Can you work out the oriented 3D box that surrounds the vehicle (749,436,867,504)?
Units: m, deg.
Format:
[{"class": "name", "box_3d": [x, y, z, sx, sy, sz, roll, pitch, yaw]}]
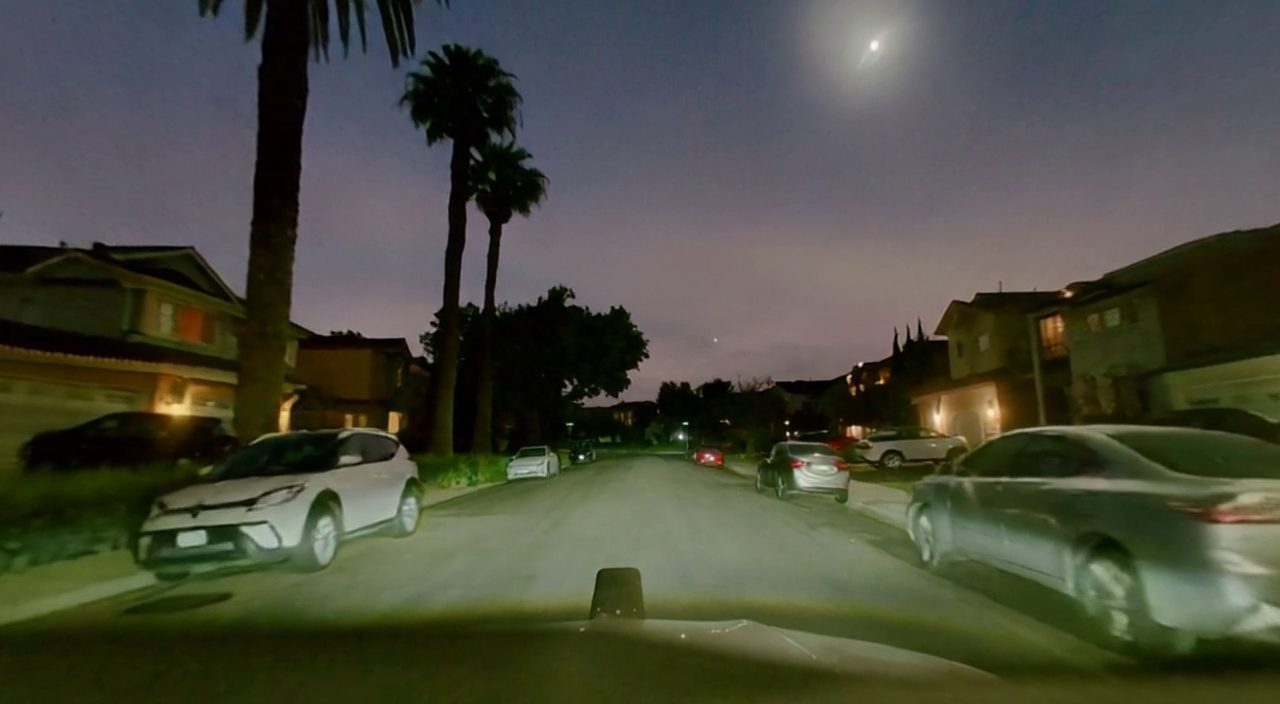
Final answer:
[{"class": "vehicle", "box_3d": [4.301, 3.080, 16.936, 1.987, 1.567, 4.112, 0, -8, 0]}]

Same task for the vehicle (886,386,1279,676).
[{"class": "vehicle", "box_3d": [4.127, 1.345, 5.840, 2.072, 1.685, 4.160, 0, -8, 1]}]

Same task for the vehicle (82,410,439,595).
[{"class": "vehicle", "box_3d": [-4.582, 1.802, 8.798, 2.147, 1.823, 4.725, 0, -7, -2]}]

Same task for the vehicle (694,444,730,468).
[{"class": "vehicle", "box_3d": [4.725, 6.916, 42.114, 1.867, 1.480, 4.678, 0, -8, 1]}]

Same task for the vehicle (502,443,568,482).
[{"class": "vehicle", "box_3d": [-4.326, 4.674, 26.825, 2.080, 1.479, 4.531, 0, -10, -1]}]
